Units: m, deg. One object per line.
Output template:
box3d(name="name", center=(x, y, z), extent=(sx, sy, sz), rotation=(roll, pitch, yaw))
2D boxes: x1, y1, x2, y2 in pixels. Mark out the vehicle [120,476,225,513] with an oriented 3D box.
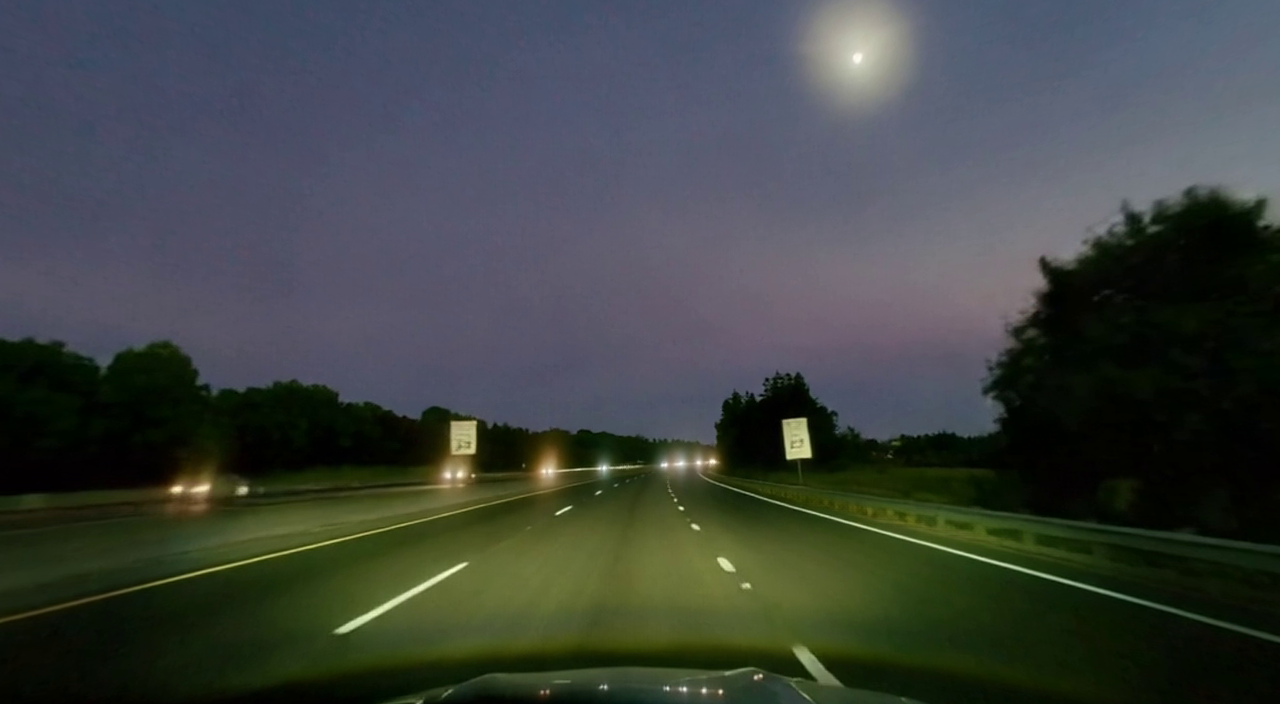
box3d(name="vehicle", center=(-20.962, 6.386, 28.359), extent=(1.694, 1.432, 3.833), rotation=(1, -11, 1))
